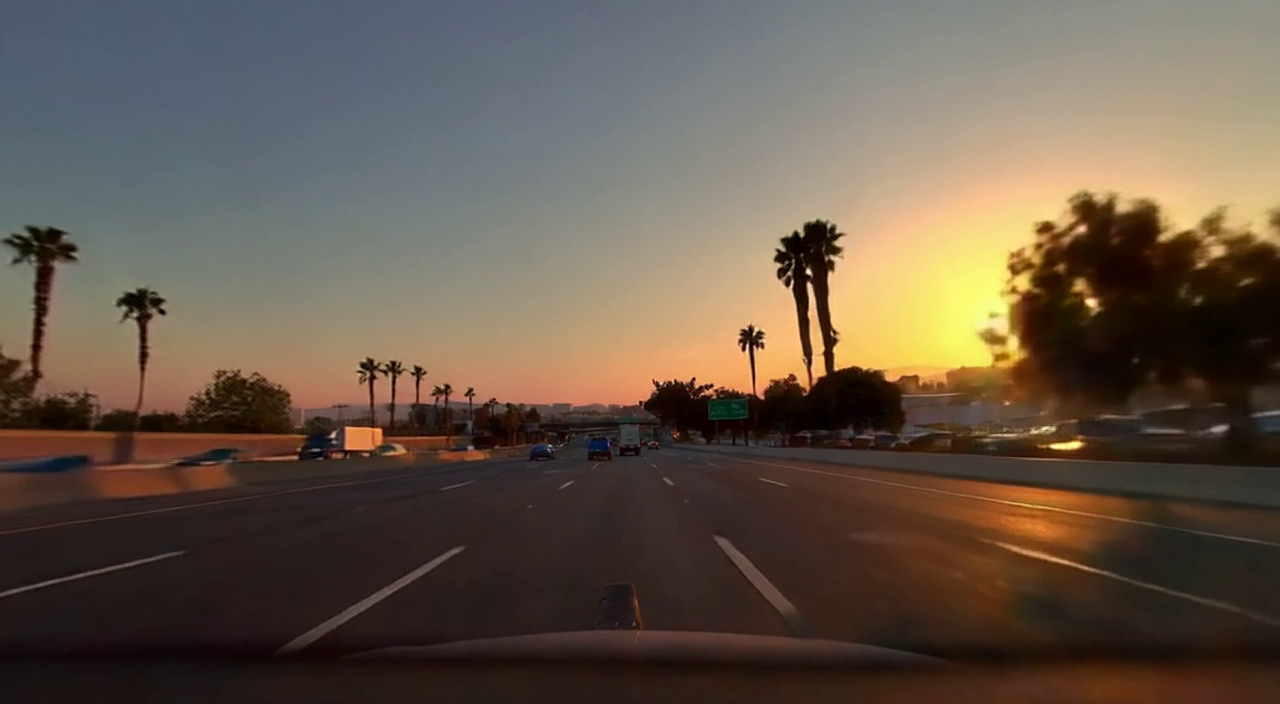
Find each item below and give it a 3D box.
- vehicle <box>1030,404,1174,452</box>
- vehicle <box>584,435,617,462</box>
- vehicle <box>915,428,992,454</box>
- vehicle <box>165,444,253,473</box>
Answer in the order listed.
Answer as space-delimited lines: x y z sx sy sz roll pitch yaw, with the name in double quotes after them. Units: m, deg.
23.821 3.959 32.717 5.716 2.092 2.177 -2 -11 -4 "vehicle"
-3.075 7.590 49.845 2.390 2.007 4.901 0 -8 -1 "vehicle"
23.556 6.695 47.543 4.675 1.823 2.059 0 -8 -2 "vehicle"
-26.257 6.479 38.705 2.196 1.608 4.473 0 -8 0 "vehicle"
